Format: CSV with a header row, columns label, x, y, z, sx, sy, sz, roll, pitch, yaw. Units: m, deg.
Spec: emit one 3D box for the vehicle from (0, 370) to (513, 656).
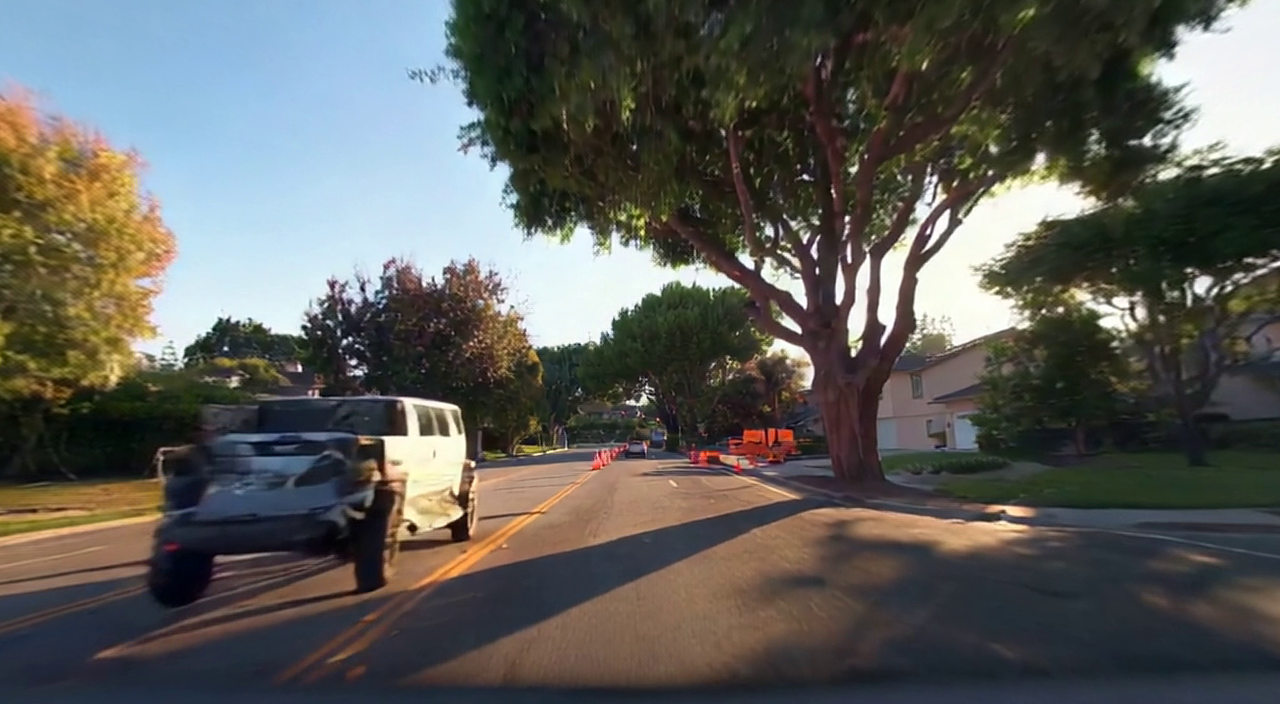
label,x,y,z,sx,sy,sz,roll,pitch,yaw
vehicle,-3.571,1.569,7.606,2.742,1.962,6.409,0,-8,0
